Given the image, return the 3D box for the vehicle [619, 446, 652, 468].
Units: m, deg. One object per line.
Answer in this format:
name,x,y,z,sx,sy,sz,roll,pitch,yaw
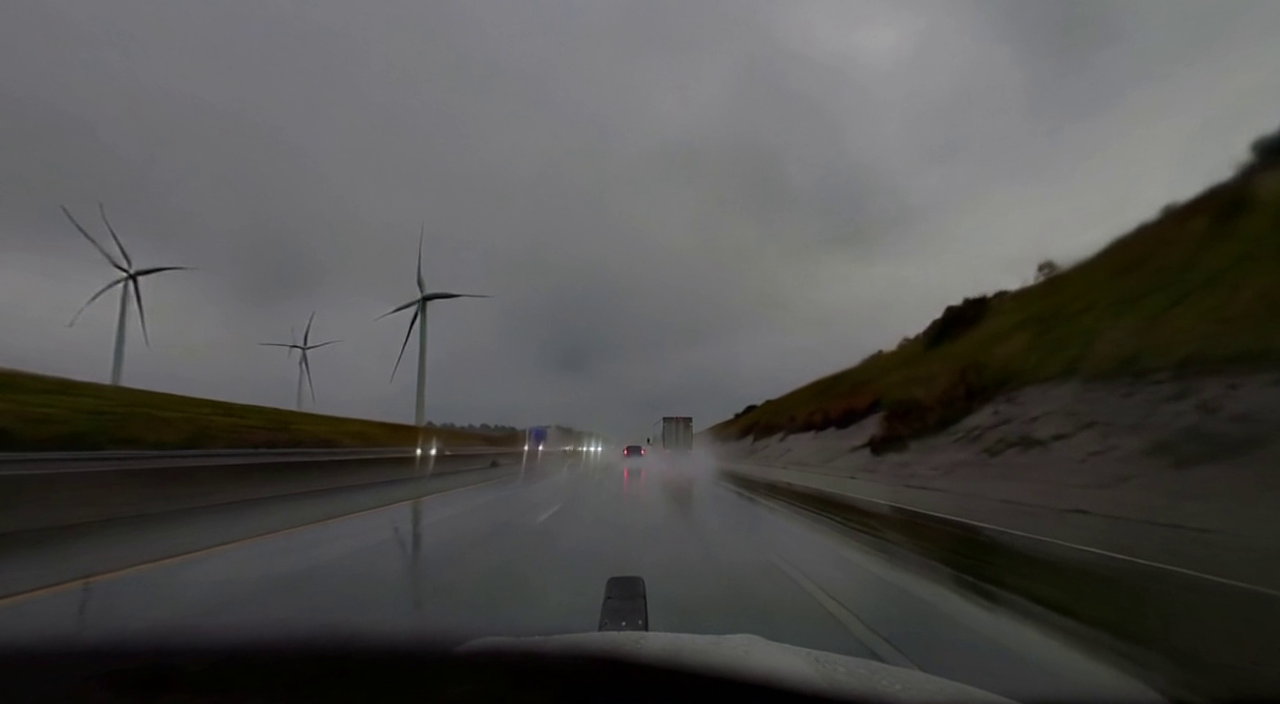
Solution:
vehicle,-0.336,7.305,43.859,2.209,1.453,3.695,0,-9,0
